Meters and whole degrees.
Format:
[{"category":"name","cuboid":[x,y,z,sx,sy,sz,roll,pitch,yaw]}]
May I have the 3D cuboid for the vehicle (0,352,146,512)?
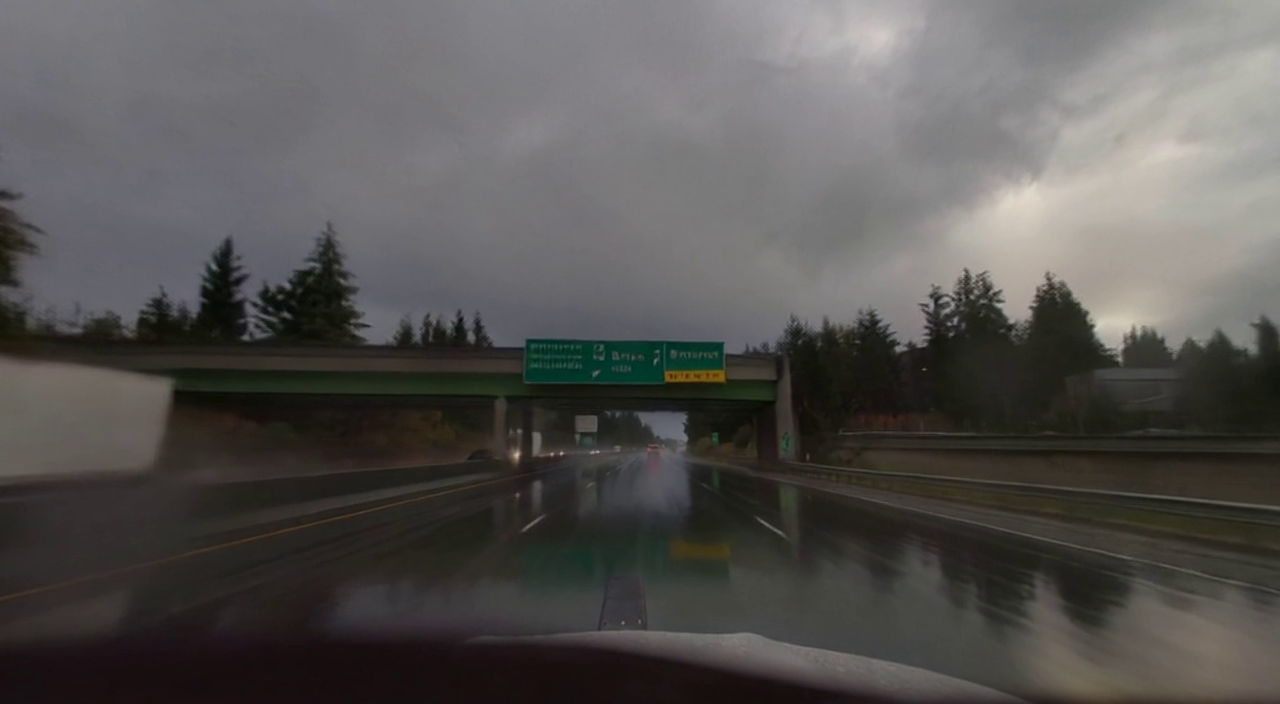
[{"category":"vehicle","cuboid":[-16.863,1.649,13.416,2.895,3.804,11.880,0,-9,1]}]
